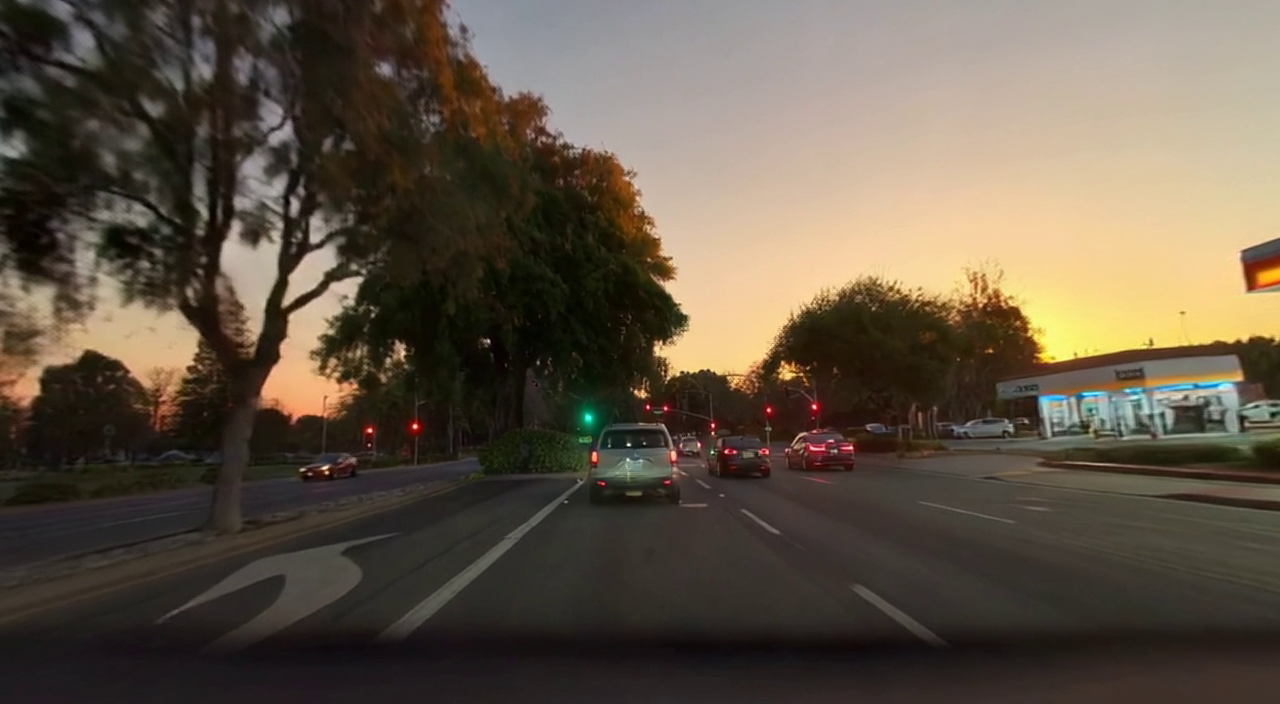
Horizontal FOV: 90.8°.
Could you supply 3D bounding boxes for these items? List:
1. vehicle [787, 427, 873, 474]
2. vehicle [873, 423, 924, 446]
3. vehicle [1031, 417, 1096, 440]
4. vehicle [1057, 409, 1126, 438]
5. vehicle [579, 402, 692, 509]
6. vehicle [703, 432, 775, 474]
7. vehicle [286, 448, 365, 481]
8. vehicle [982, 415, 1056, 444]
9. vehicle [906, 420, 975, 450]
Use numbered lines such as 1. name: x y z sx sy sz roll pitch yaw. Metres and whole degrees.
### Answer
1. vehicle: 6.974 3.678 23.638 1.793 1.585 4.130 0 -8 -2
2. vehicle: 19.745 6.370 48.452 1.925 1.629 4.331 0 -8 -1
3. vehicle: 27.799 5.093 41.579 1.709 1.423 3.660 0 -8 0
4. vehicle: 30.574 4.916 42.904 1.769 1.782 4.068 0 -9 3
5. vehicle: -0.108 2.238 13.967 2.038 1.917 4.900 0 -8 -1
6. vehicle: 3.678 3.841 24.198 1.940 1.474 4.234 0 -8 -2
7. vehicle: -16.774 5.983 34.011 1.942 1.479 4.765 -4 -8 -1
8. vehicle: 25.300 5.263 42.355 2.107 1.806 4.410 0 -8 -2
9. vehicle: 19.905 5.555 42.171 1.929 1.763 5.190 -3 -8 -1
